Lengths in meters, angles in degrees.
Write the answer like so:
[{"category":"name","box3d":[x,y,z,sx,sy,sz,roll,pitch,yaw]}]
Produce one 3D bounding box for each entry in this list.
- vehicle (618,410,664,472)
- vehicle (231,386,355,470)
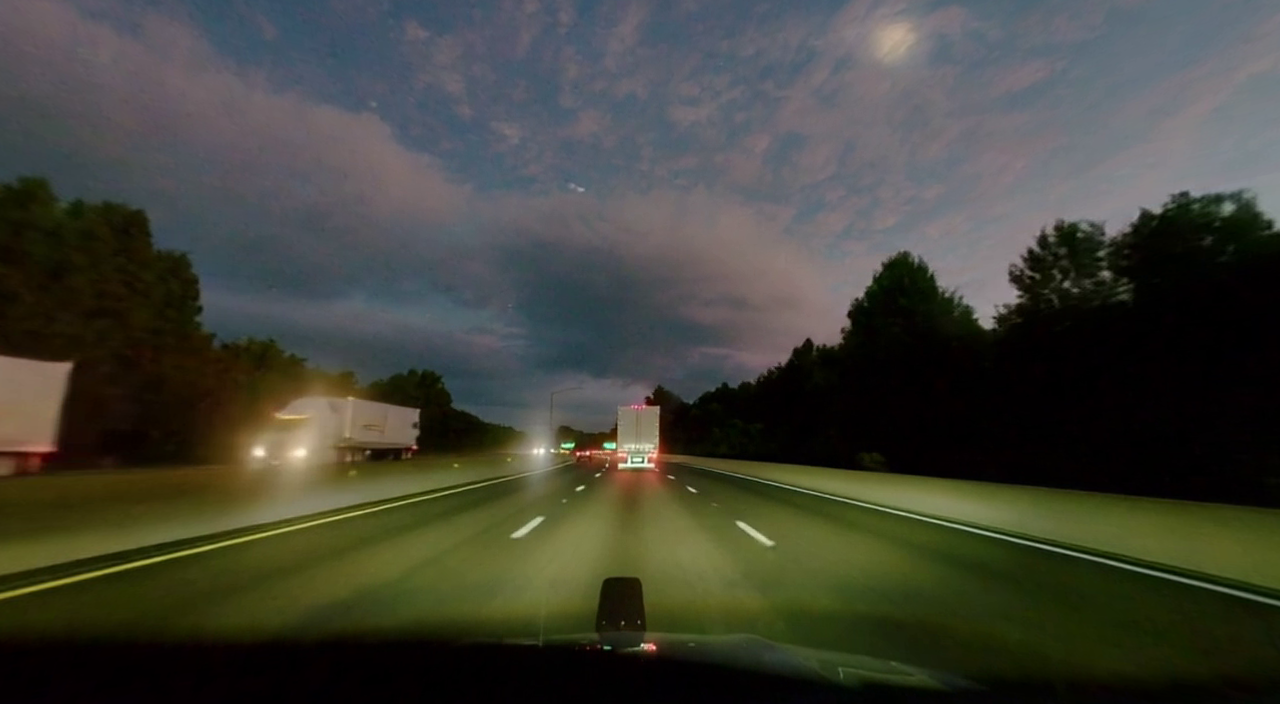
[{"category":"vehicle","box3d":[-0.121,6.593,46.288,2.962,3.953,10.696,0,-9,-2]},{"category":"vehicle","box3d":[-17.483,3.973,32.342,2.981,3.909,5.851,0,-9,-1]}]
